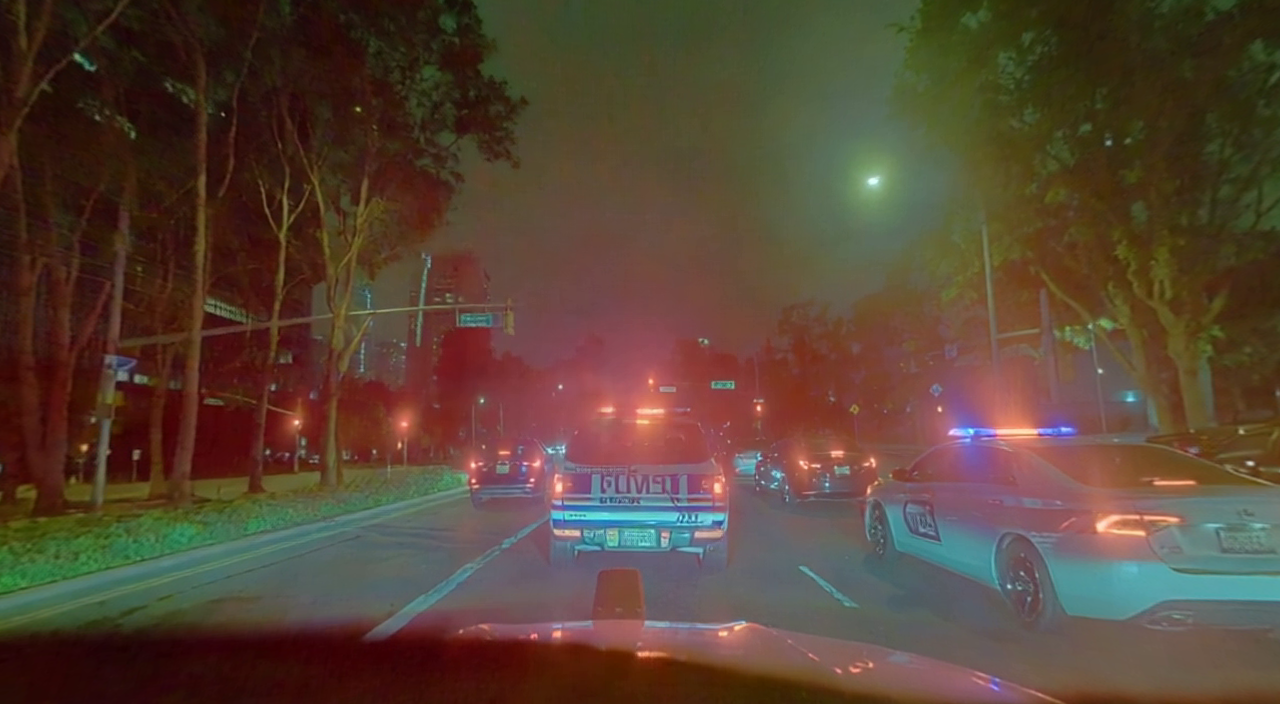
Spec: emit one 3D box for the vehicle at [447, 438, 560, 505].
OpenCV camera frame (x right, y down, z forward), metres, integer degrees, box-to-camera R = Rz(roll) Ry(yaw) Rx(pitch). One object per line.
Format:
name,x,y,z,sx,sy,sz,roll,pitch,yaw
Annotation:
vehicle,-3.310,2.982,16.207,1.913,1.464,4.276,0,-8,0

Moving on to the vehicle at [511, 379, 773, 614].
vehicle,-0.035,1.454,7.269,2.038,1.819,4.505,0,-8,-1

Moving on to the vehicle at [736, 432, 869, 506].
vehicle,3.639,2.704,15.049,1.940,1.474,4.234,0,-8,-1

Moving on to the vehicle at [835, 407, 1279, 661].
vehicle,3.638,1.407,6.066,1.995,1.483,4.533,0,-8,-1
